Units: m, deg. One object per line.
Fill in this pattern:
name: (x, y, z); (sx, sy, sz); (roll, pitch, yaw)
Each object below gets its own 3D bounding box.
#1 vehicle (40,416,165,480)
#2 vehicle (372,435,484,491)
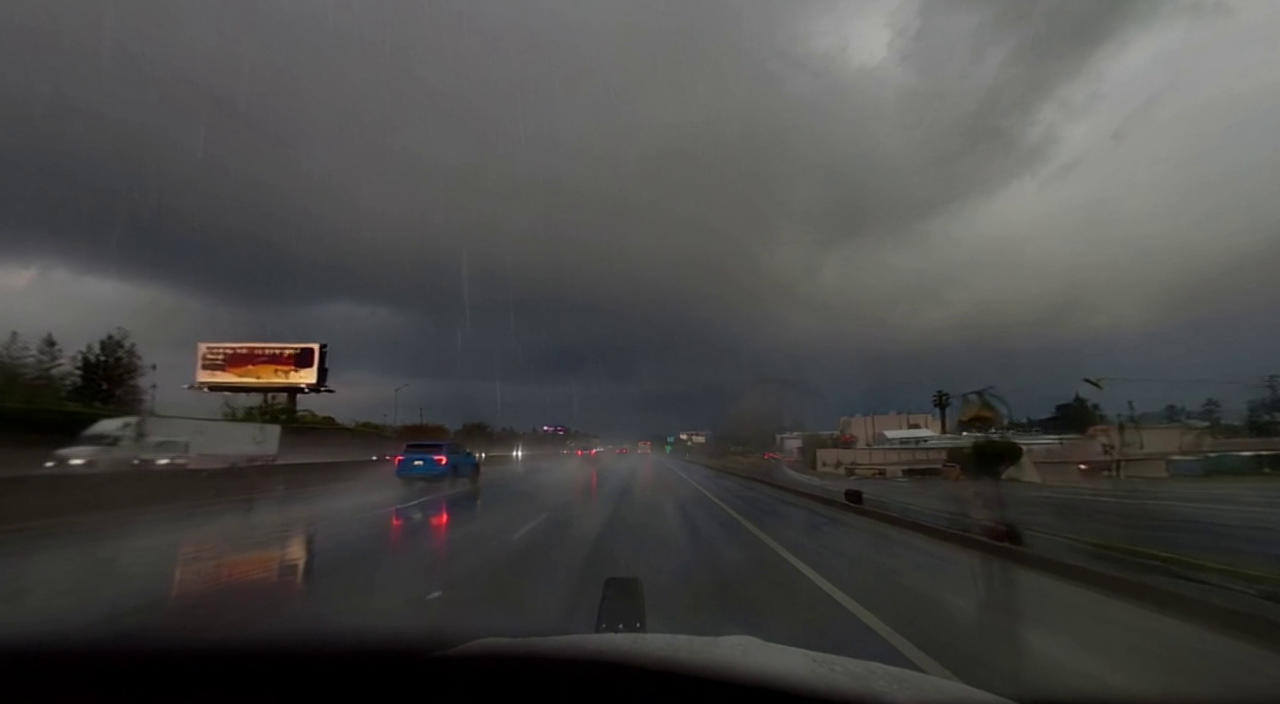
vehicle: (-36.266, 6.531, 42.835); (2.964, 4.002, 5.934); (0, -9, 0)
vehicle: (-7.036, 3.731, 21.527); (2.055, 1.683, 4.804); (0, -9, 1)
